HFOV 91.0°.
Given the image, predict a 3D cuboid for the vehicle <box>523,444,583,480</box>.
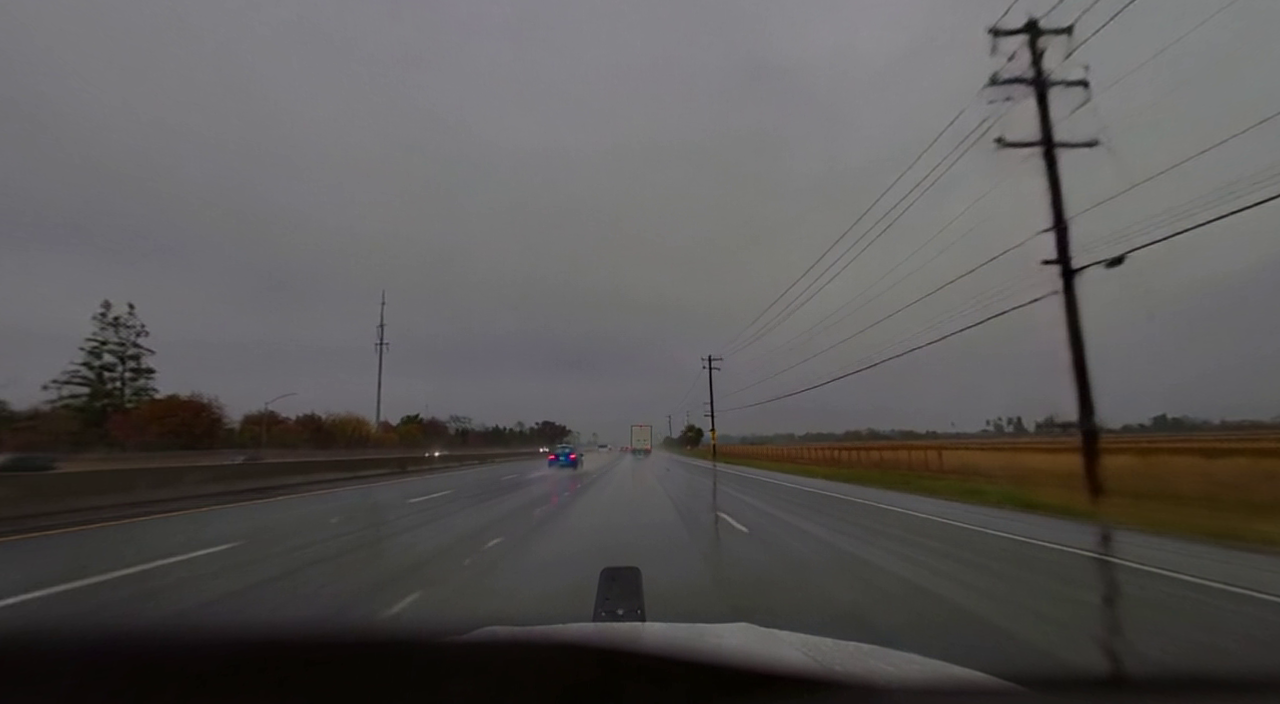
[{"bbox_3d":[-3.926,5.054,29.238,2.104,1.501,4.459,0,-9,0],"label":"vehicle"}]
